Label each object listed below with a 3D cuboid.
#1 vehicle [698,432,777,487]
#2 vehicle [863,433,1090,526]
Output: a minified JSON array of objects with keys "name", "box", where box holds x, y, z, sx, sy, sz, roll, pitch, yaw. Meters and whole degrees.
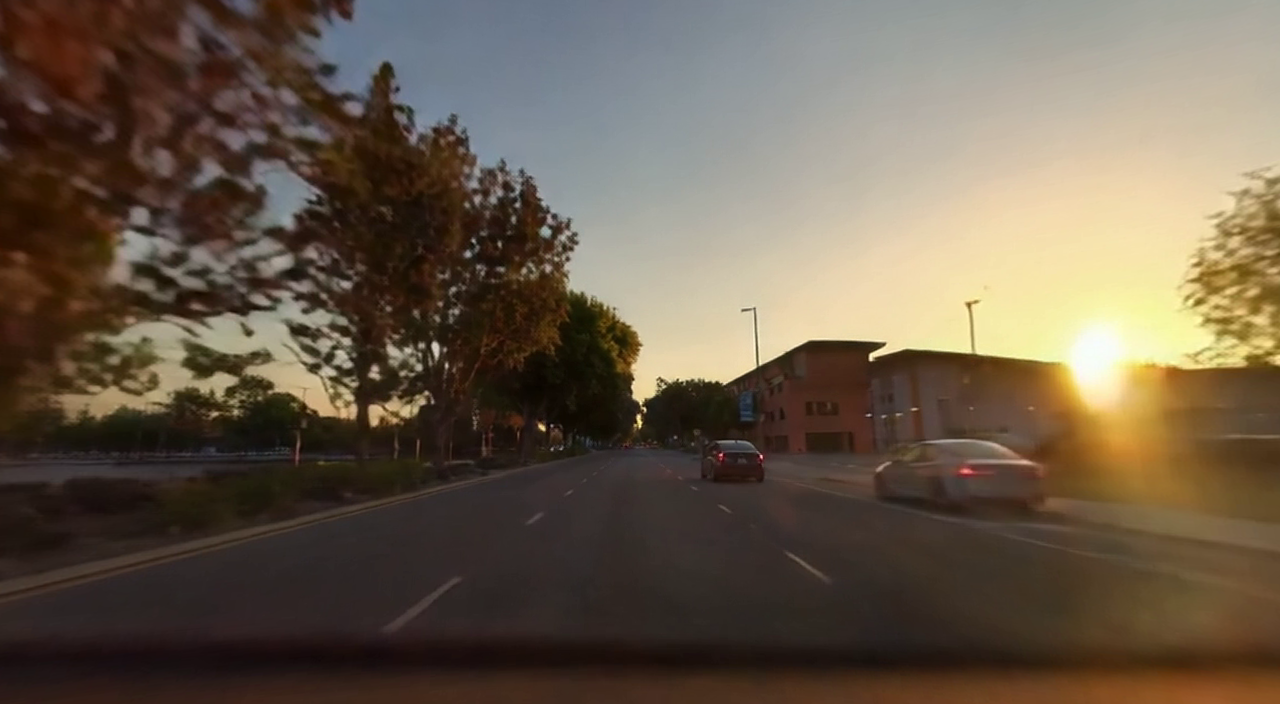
[{"name":"vehicle","box":[3.371,3.819,22.781,2.083,1.743,4.354,0,-8,-1]},{"name":"vehicle","box":[6.720,2.555,13.449,1.918,1.544,4.871,-1,-8,-3]}]
